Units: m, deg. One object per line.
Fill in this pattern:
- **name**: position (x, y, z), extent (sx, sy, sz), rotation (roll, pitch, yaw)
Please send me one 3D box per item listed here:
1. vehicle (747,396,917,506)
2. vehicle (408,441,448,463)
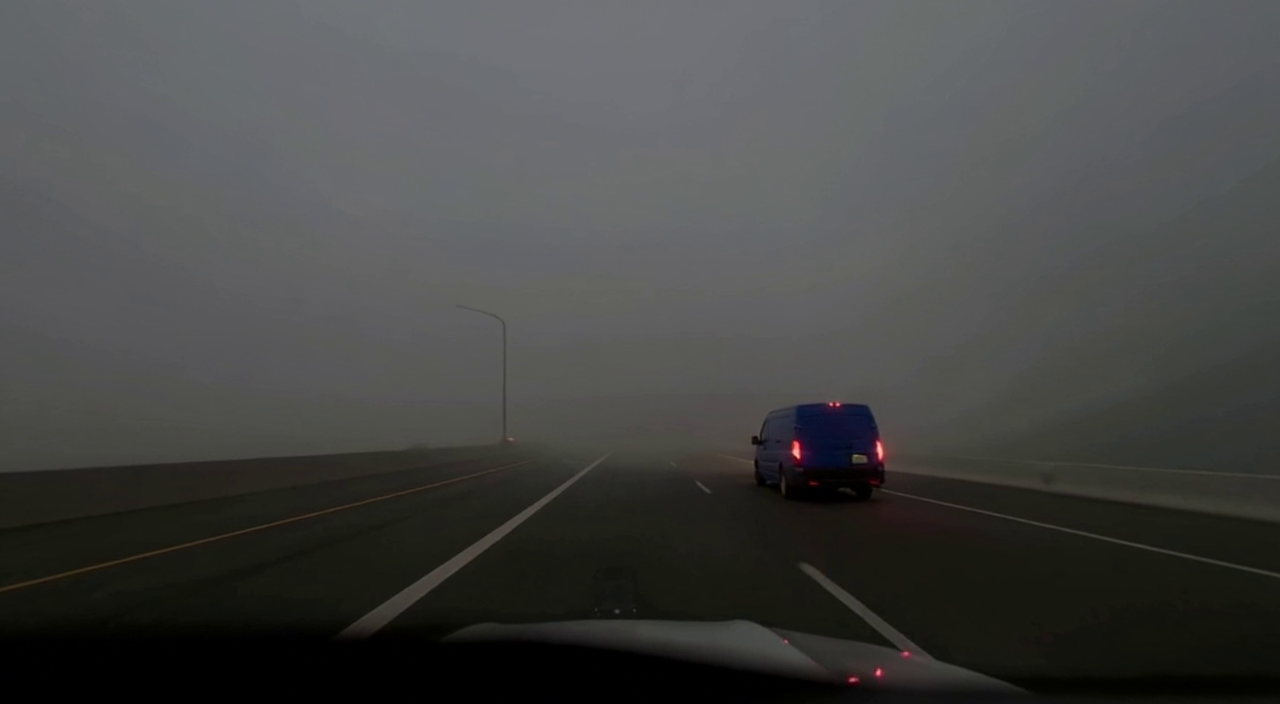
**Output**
- **vehicle**: position (3.939, 2.138, 13.955), extent (2.161, 2.002, 4.631), rotation (0, -8, -2)
- **vehicle**: position (-15.588, 7.371, 46.450), extent (1.798, 1.531, 3.578), rotation (0, -8, -1)
